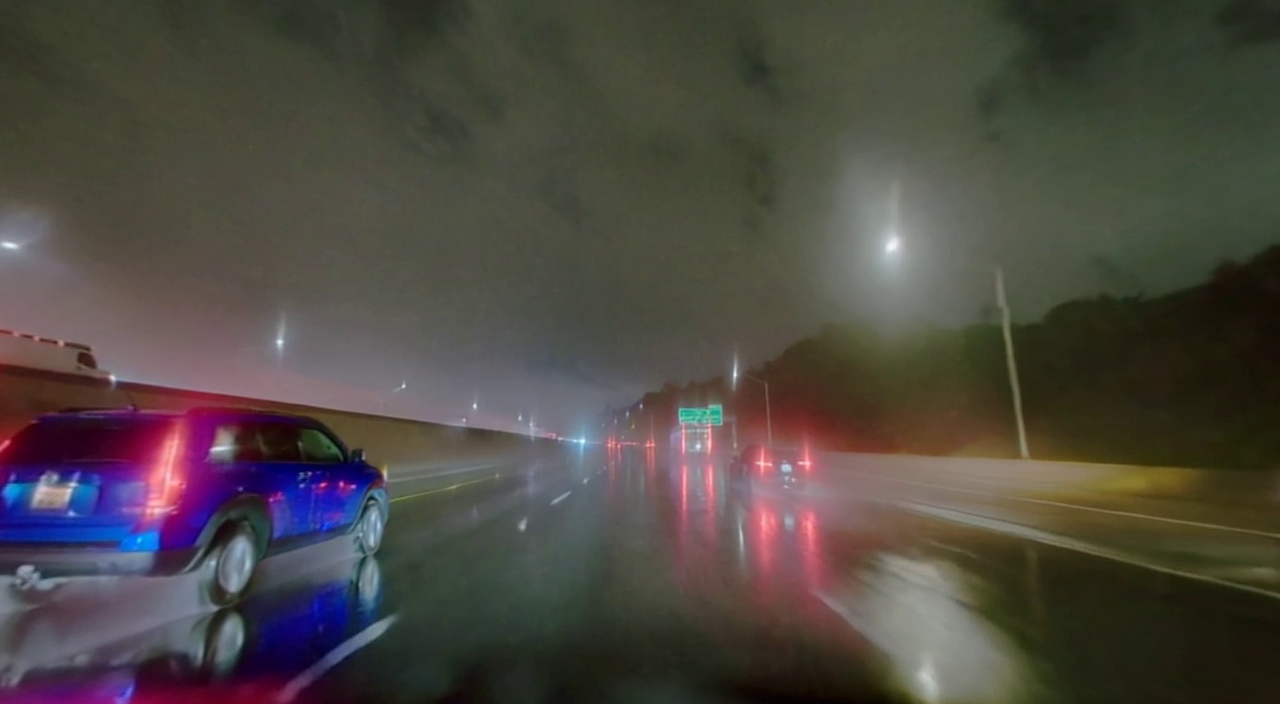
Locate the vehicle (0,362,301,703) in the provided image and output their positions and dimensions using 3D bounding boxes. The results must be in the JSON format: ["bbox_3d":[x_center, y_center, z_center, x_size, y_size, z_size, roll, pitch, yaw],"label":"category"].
[{"bbox_3d":[-4.021,0.949,3.454,2.000,1.646,4.201,0,-8,0],"label":"vehicle"}]

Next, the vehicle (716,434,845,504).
[{"bbox_3d":[3.392,2.944,16.446,2.108,1.509,5.059,0,-8,-1],"label":"vehicle"}]

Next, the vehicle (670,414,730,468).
[{"bbox_3d":[3.255,5.058,35.797,2.629,2.718,6.740,0,-8,-1],"label":"vehicle"}]

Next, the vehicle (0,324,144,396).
[{"bbox_3d":[-18.404,0.370,19.460,2.044,1.573,4.964,0,-8,3],"label":"vehicle"}]
